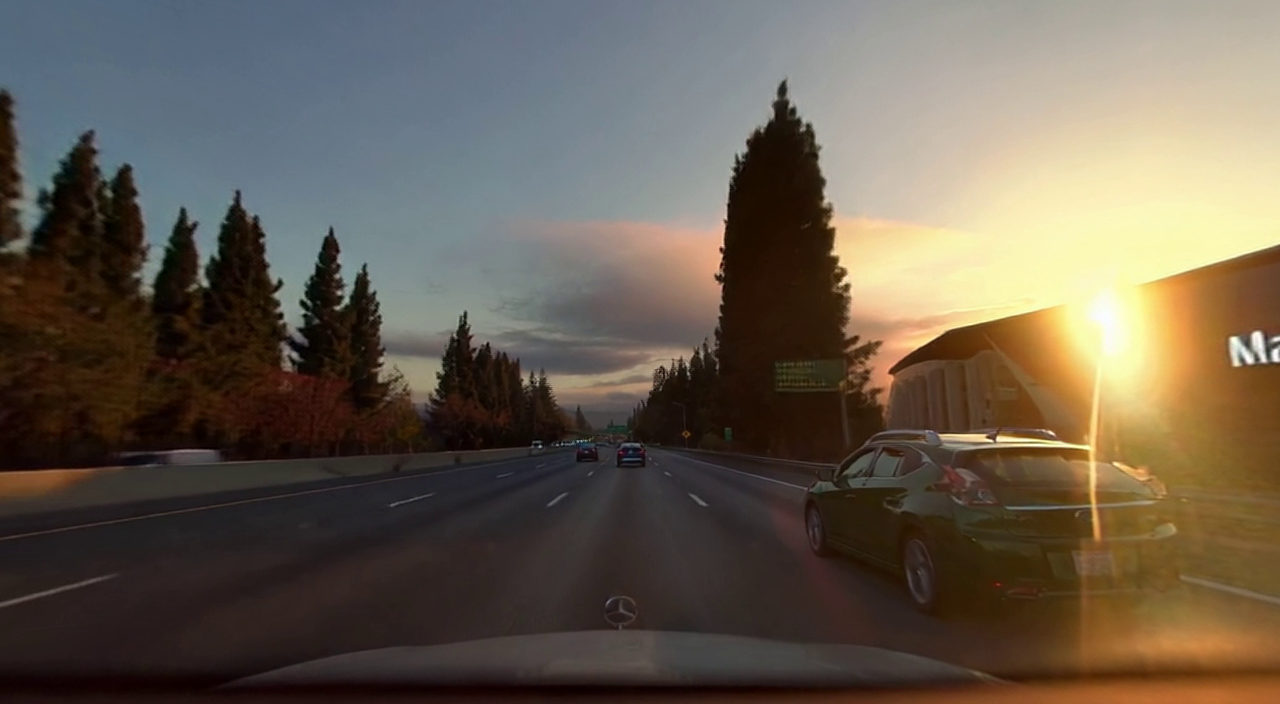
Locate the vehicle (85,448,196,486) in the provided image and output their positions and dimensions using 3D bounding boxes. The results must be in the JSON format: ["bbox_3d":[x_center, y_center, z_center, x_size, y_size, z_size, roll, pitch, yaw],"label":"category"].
[{"bbox_3d":[-27.165,6.216,34.466,2.288,1.842,4.610,0,-8,-1],"label":"vehicle"}]

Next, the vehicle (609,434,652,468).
[{"bbox_3d":[-0.571,5.703,36.360,2.302,1.810,4.707,0,-8,-1],"label":"vehicle"}]
